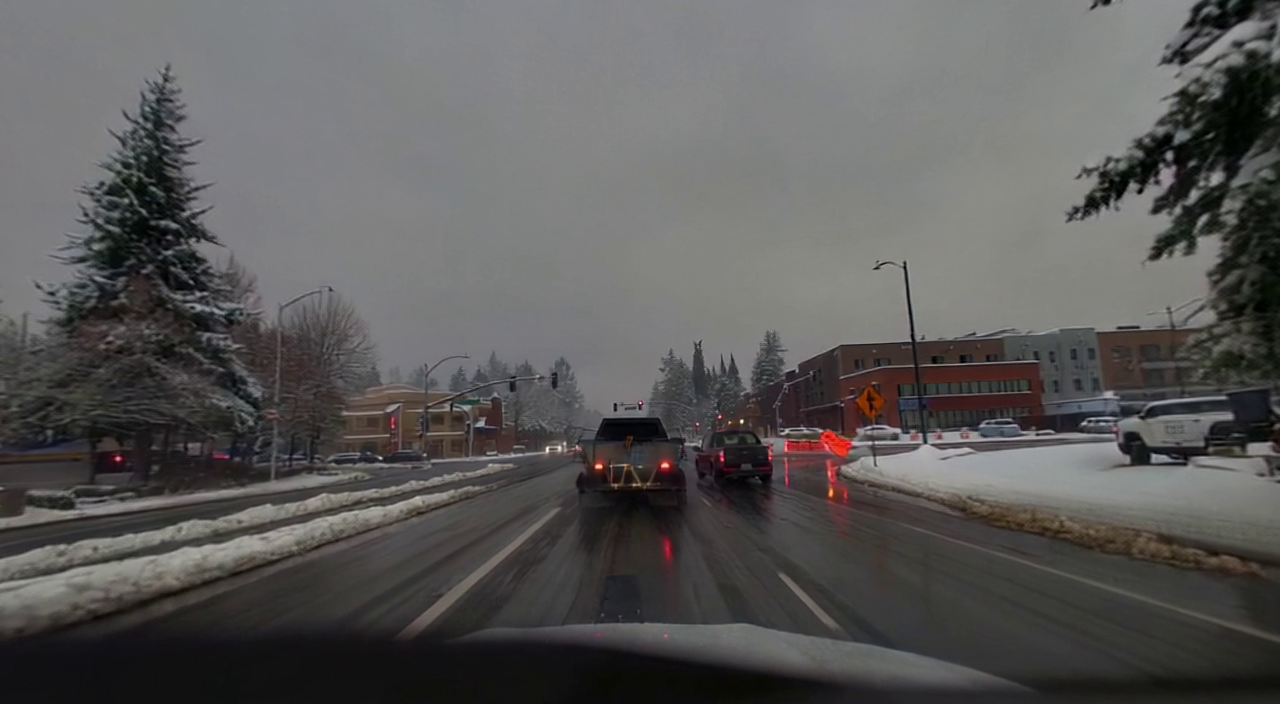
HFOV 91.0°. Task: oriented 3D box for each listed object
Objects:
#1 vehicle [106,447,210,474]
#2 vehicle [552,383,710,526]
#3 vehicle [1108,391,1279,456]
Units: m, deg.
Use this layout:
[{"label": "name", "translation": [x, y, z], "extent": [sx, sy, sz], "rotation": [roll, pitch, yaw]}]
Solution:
[{"label": "vehicle", "translation": [-36.120, 8.148, 47.320], "extent": [5.755, 1.945, 2.403], "rotation": [0, -8, -1]}, {"label": "vehicle", "translation": [-0.288, 1.956, 12.369], "extent": [2.350, 2.122, 5.801], "rotation": [0, -8, -3]}, {"label": "vehicle", "translation": [14.798, 1.800, 15.539], "extent": [4.986, 1.467, 2.025], "rotation": [-6, -10, 33]}]
